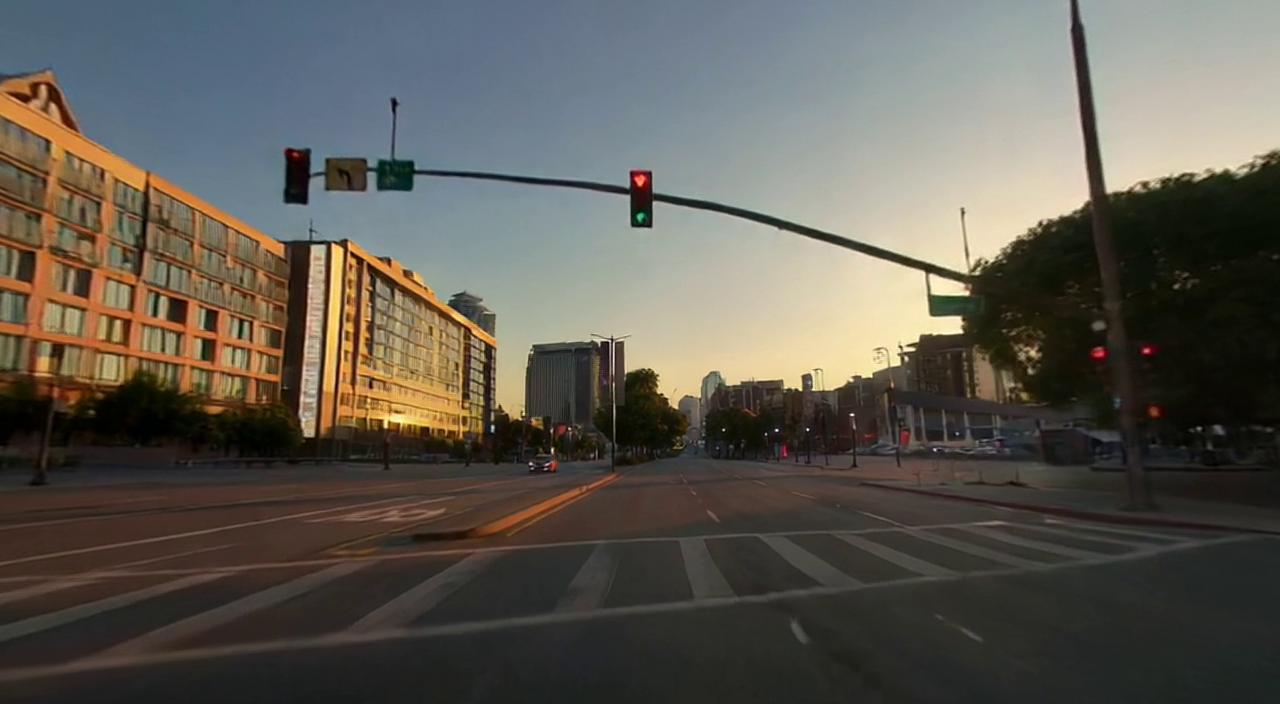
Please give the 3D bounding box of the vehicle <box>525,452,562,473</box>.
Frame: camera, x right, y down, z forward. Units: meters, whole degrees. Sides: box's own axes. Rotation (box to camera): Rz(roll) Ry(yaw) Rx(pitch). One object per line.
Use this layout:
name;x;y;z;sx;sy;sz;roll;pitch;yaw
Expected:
vehicle;-7.262;8.374;47.738;1.866;1.463;4.378;0;-9;3
